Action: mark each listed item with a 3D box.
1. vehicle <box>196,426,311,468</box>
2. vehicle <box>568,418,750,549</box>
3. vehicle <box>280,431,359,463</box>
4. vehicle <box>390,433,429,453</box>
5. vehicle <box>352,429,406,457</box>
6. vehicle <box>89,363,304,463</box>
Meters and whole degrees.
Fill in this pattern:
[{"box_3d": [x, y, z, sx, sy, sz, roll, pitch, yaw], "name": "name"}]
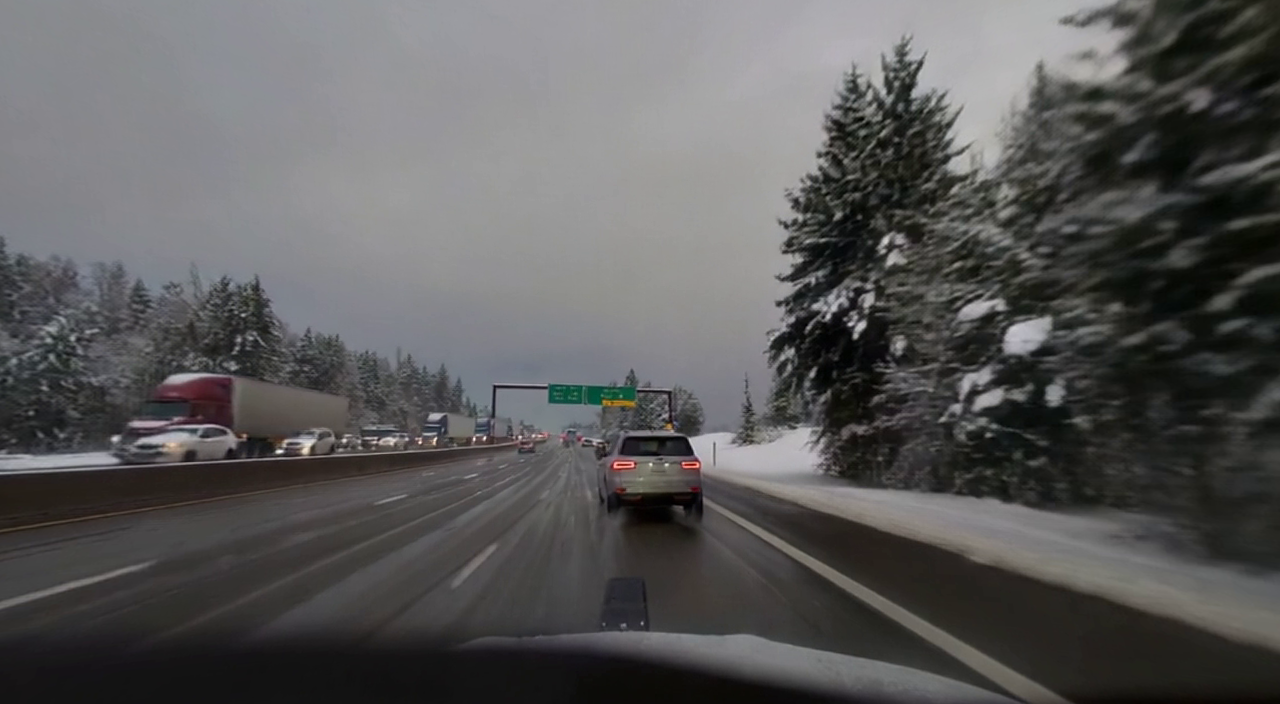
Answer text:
[{"box_3d": [-15.339, 3.791, 25.286, 1.921, 1.507, 4.664, 0, -8, -4], "name": "vehicle"}, {"box_3d": [0.080, 1.856, 9.650, 2.127, 1.497, 4.445, 0, -8, -4], "name": "vehicle"}, {"box_3d": [-16.035, 4.783, 31.714, 1.903, 1.473, 4.391, 0, -8, -4], "name": "vehicle"}, {"box_3d": [-17.544, 6.955, 48.018, 1.773, 1.481, 3.722, 0, -8, -4], "name": "vehicle"}, {"box_3d": [-16.767, 5.877, 40.642, 1.895, 1.683, 4.224, 0, -8, -4], "name": "vehicle"}, {"box_3d": [-19.931, 3.107, 29.620, 3.032, 3.845, 10.740, 0, -8, -5], "name": "vehicle"}]
